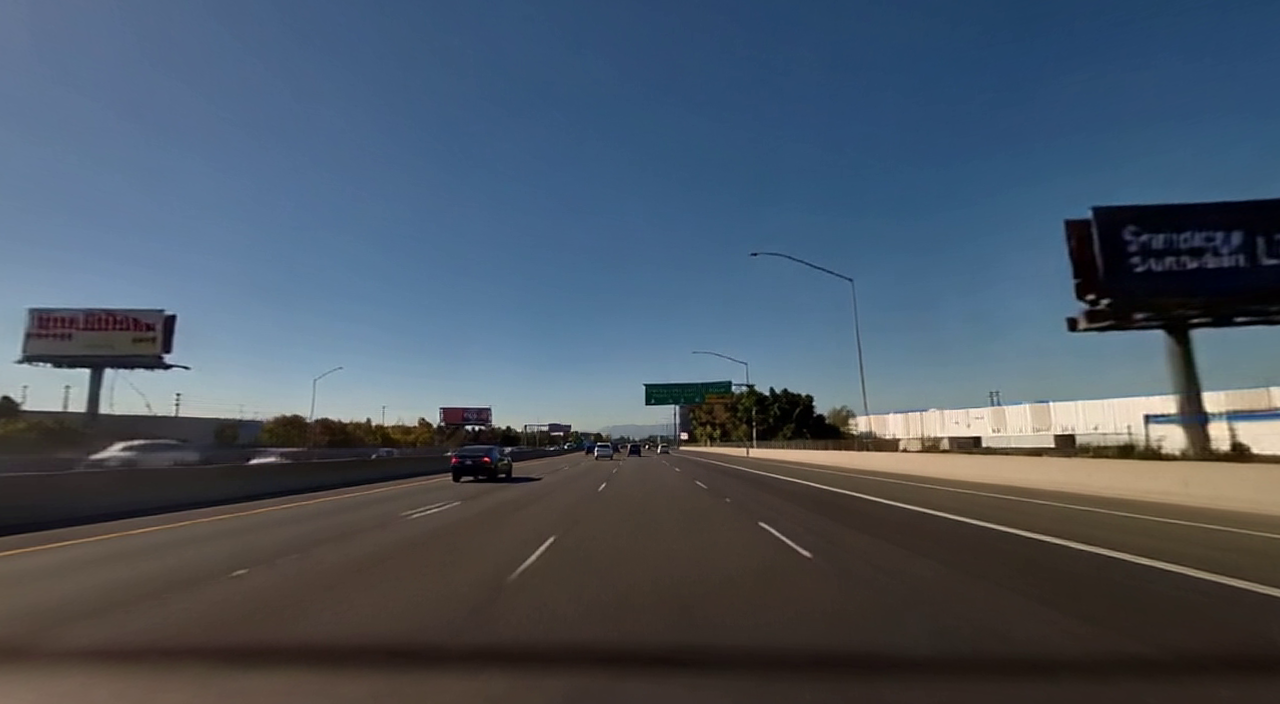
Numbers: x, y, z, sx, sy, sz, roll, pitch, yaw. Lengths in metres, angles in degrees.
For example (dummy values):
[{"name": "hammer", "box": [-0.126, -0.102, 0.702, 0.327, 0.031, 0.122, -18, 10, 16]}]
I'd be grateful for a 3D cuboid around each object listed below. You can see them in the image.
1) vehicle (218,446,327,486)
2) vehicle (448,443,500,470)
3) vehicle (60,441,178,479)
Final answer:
[{"name": "vehicle", "box": [-15.445, 4.782, 26.711, 1.871, 1.511, 4.449, 0, -9, 1]}, {"name": "vehicle", "box": [-10.199, 6.454, 38.950, 1.974, 1.513, 4.584, 0, -9, 0]}, {"name": "vehicle", "box": [-25.815, 5.359, 31.338, 1.975, 1.733, 4.491, 0, -9, 0]}]
